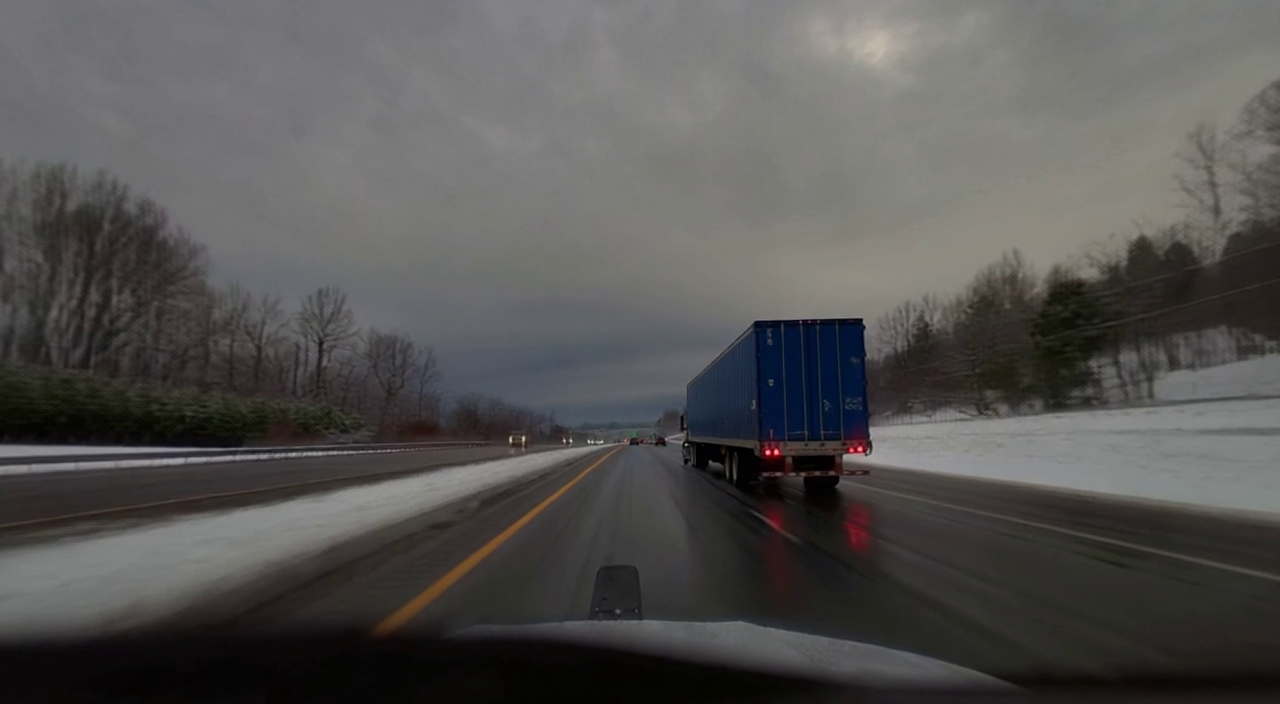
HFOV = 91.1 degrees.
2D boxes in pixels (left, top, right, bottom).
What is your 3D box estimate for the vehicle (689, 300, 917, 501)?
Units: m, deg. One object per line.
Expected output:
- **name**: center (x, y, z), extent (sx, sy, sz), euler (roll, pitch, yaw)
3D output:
- **vehicle**: center (4.094, 2.159, 21.910), extent (3.203, 4.273, 17.131), euler (0, -8, -1)
